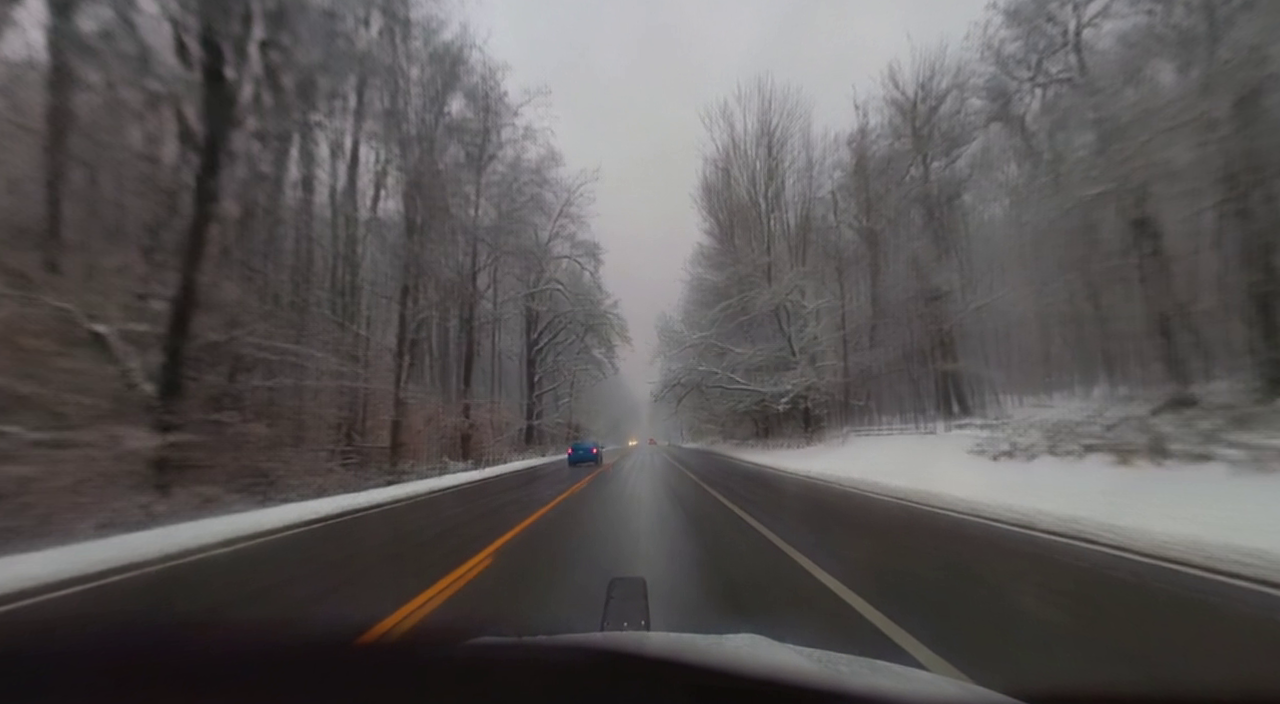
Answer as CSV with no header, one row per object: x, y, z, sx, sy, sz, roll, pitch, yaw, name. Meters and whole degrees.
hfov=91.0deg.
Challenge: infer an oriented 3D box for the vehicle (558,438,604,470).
-2.901,5.141,31.897,1.902,1.505,4.016,0,-8,0,vehicle
